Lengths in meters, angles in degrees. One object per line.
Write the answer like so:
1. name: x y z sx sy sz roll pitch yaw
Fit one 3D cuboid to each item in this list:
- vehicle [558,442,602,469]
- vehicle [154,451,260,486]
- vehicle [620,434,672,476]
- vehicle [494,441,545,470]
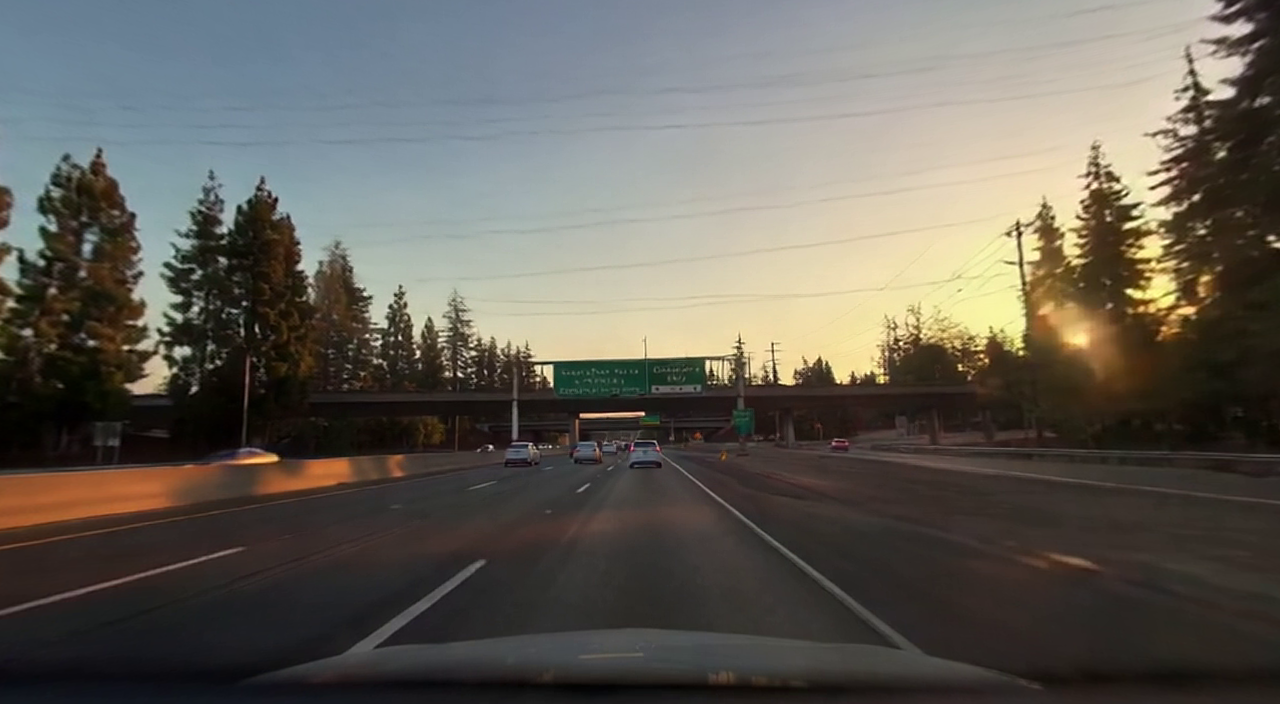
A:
1. vehicle: -3.428 6.019 36.879 2.056 1.464 4.564 0 -8 1
2. vehicle: -20.936 5.635 30.772 1.886 1.513 4.625 0 -8 0
3. vehicle: 0.255 4.562 28.214 2.152 1.697 4.066 0 -8 0
4. vehicle: -7.286 6.286 38.637 2.139 1.653 4.614 0 -8 2
